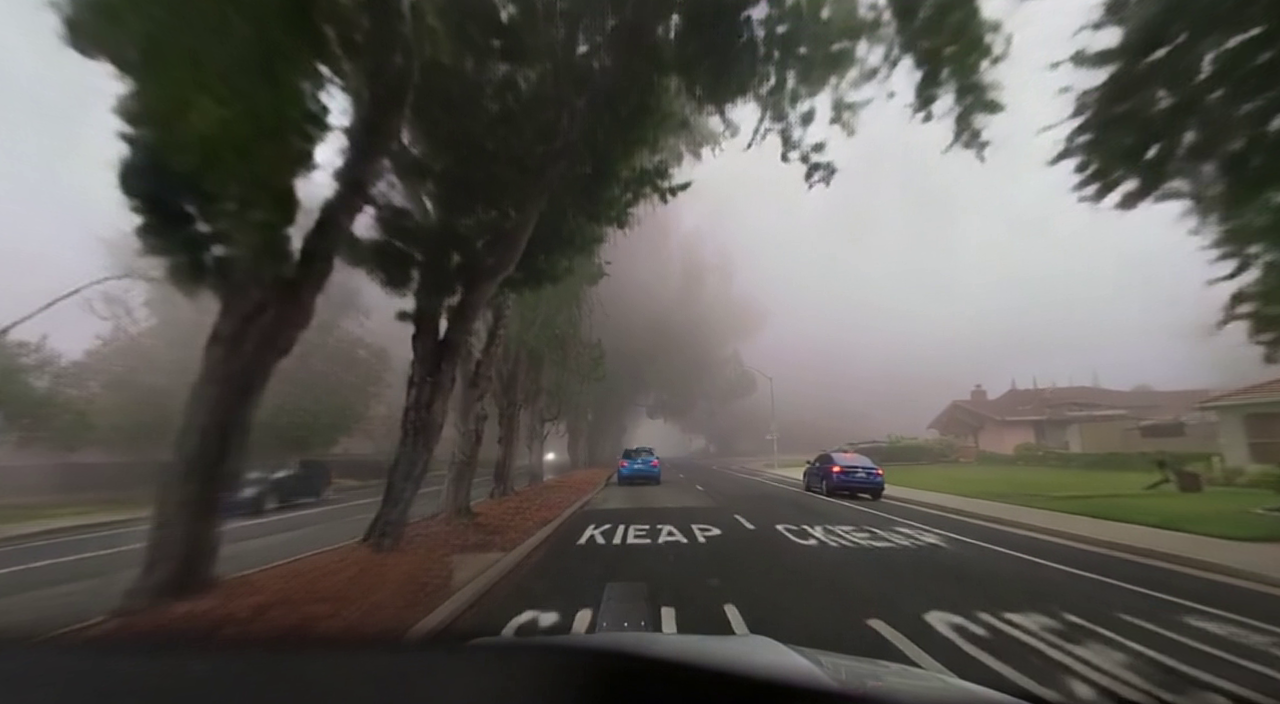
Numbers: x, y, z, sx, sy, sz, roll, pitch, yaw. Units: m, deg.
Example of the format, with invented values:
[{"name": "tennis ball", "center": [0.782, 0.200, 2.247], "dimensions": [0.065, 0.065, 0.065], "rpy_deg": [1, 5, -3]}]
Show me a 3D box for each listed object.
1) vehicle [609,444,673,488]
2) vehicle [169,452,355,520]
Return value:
[{"name": "vehicle", "center": [0.030, 4.221, 23.737], "dimensions": [2.158, 1.469, 4.909], "rpy_deg": [0, -9, 0]}, {"name": "vehicle", "center": [-9.532, 3.381, 16.456], "dimensions": [2.030, 1.468, 4.469], "rpy_deg": [-1, -9, 1]}]
